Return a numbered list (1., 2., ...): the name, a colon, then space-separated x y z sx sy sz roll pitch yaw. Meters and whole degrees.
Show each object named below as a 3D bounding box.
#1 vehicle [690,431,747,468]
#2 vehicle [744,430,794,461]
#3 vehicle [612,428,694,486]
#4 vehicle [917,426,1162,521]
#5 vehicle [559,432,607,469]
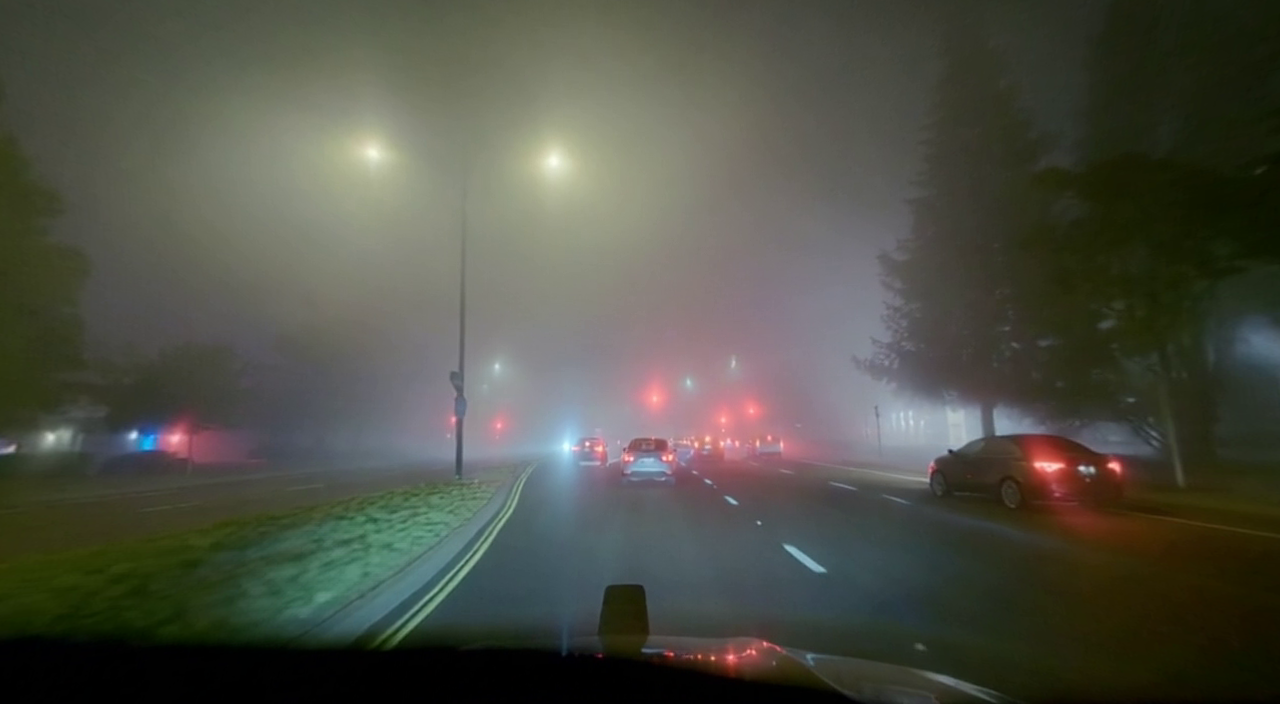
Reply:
1. vehicle: 3.521 4.449 28.941 1.988 1.528 4.144 0 -8 -1
2. vehicle: 7.588 5.554 37.517 2.044 1.701 4.397 0 -8 0
3. vehicle: 0.370 2.987 18.175 2.096 1.473 3.893 0 -8 1
4. vehicle: 7.355 2.256 12.303 1.892 1.515 4.400 0 -8 0
5. vehicle: -2.457 4.318 27.890 1.938 1.472 4.399 0 -8 -3
